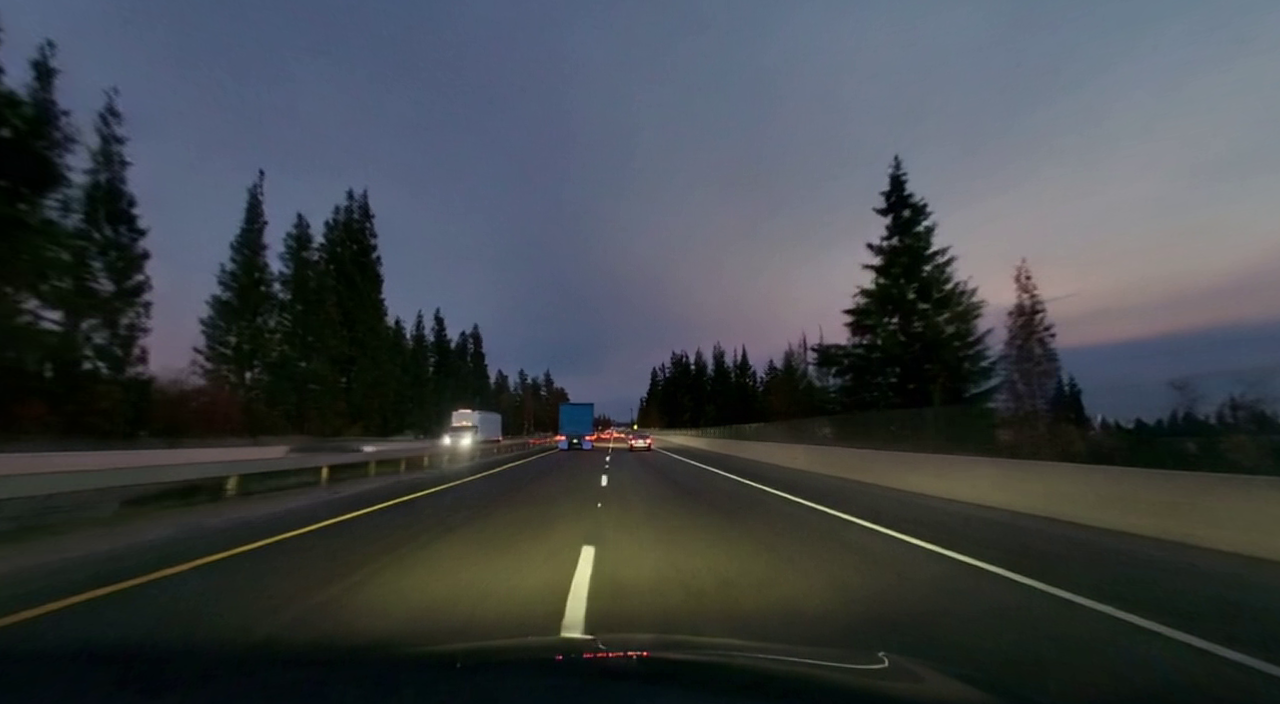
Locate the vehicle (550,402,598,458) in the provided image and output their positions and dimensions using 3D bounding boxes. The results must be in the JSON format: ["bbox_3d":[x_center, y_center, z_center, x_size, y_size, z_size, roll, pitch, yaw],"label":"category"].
[{"bbox_3d":[-3.904,4.839,38.663,2.450,3.098,6.965,0,-8,-2],"label":"vehicle"}]
